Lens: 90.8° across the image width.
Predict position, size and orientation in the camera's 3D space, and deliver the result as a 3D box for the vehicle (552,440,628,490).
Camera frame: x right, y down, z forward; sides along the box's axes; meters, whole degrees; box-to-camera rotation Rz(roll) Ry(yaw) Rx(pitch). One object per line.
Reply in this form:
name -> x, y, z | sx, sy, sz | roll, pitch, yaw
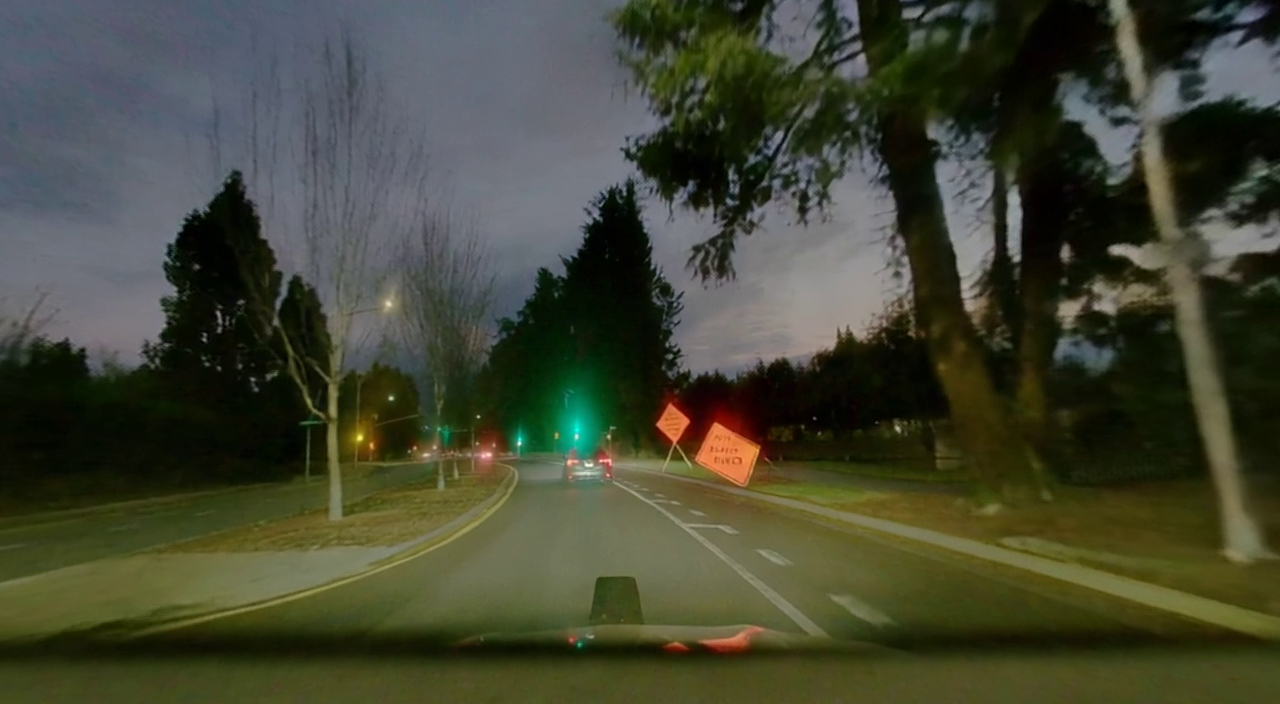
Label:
vehicle -> -1.832, 3.820, 21.824 | 2.266, 1.508, 4.430 | 1, -9, -9
